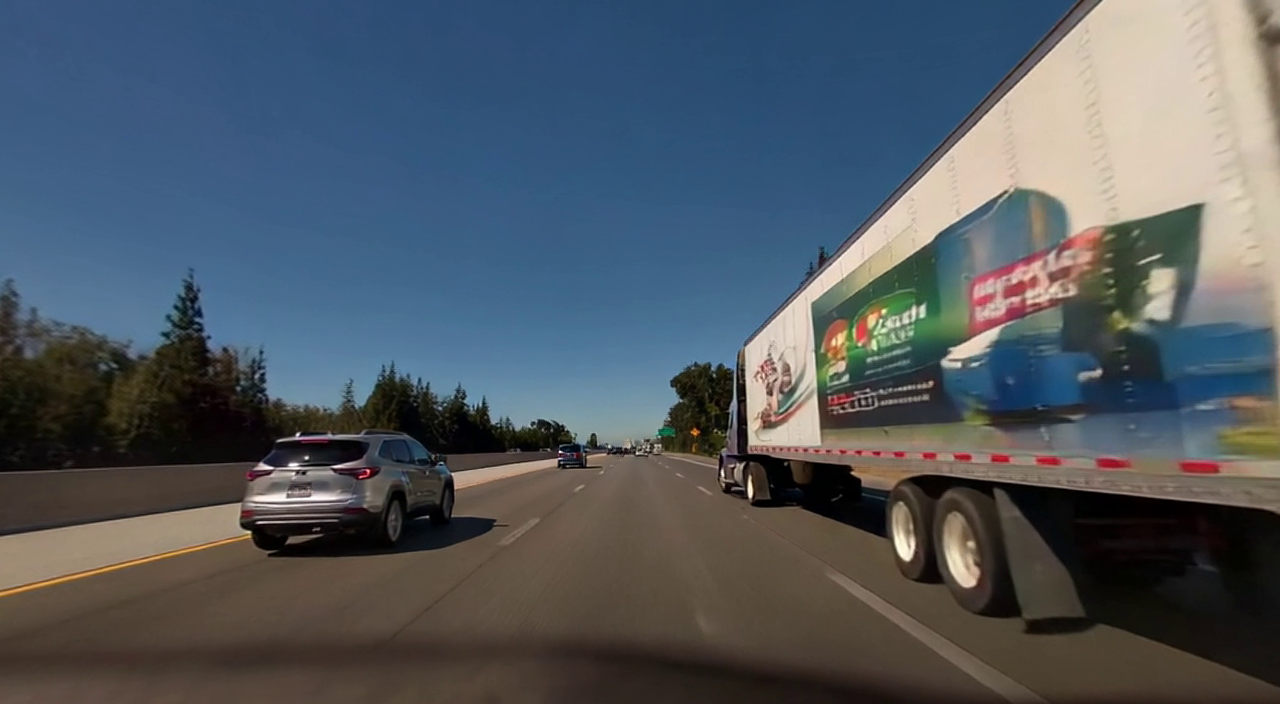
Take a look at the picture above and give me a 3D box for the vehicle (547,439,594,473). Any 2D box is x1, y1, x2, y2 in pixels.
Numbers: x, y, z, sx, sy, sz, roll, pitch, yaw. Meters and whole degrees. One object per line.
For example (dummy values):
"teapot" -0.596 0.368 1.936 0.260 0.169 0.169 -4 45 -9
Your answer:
"vehicle" -3.758 5.760 34.987 2.139 1.716 4.530 0 -9 0

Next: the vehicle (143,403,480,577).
"vehicle" -3.960 1.769 8.816 2.202 1.760 4.617 0 -9 0

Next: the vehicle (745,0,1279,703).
"vehicle" 4.383 0.589 9.740 2.998 4.236 13.886 0 -9 -1
